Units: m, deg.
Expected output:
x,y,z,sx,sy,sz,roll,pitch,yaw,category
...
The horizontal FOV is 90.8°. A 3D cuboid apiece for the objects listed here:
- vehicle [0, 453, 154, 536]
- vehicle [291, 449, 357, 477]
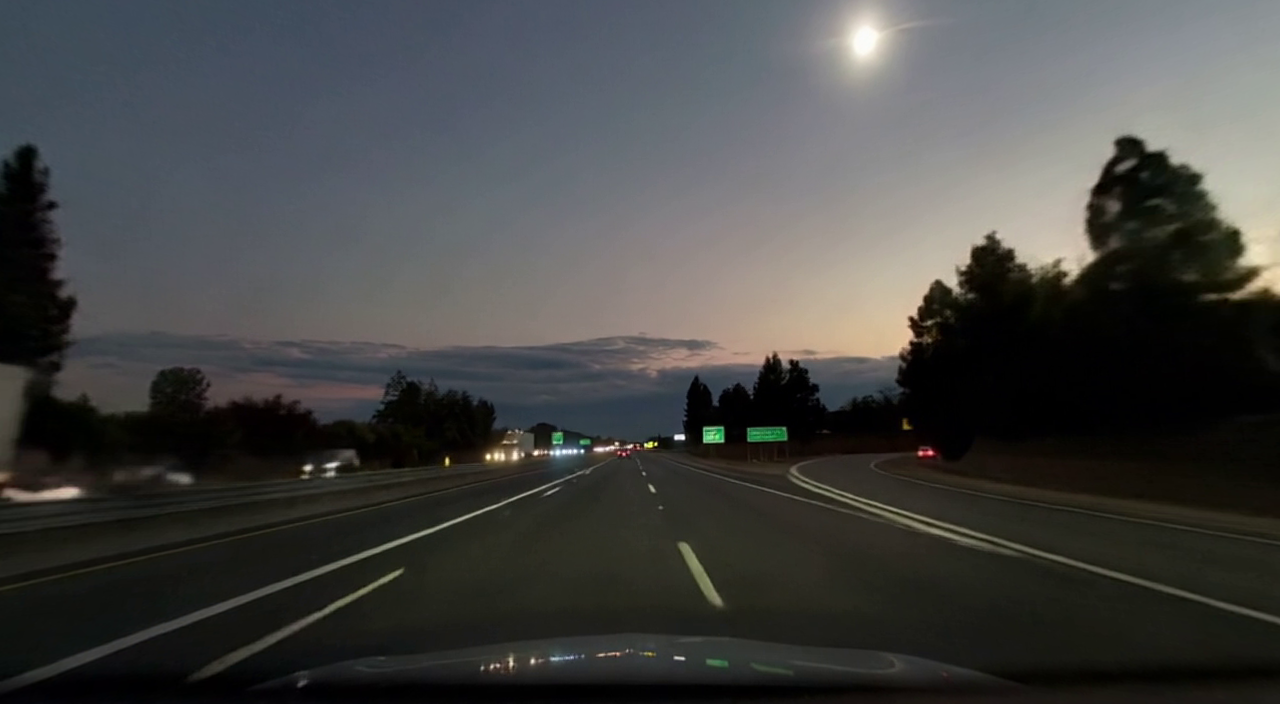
x,y,z,sx,sy,sz,roll,pitch,yaw,category
-12.322,2.817,12.935,1.706,1.442,3.740,0,-9,0,vehicle
-19.315,6.758,38.750,1.894,1.632,4.208,0,-9,-1,vehicle
